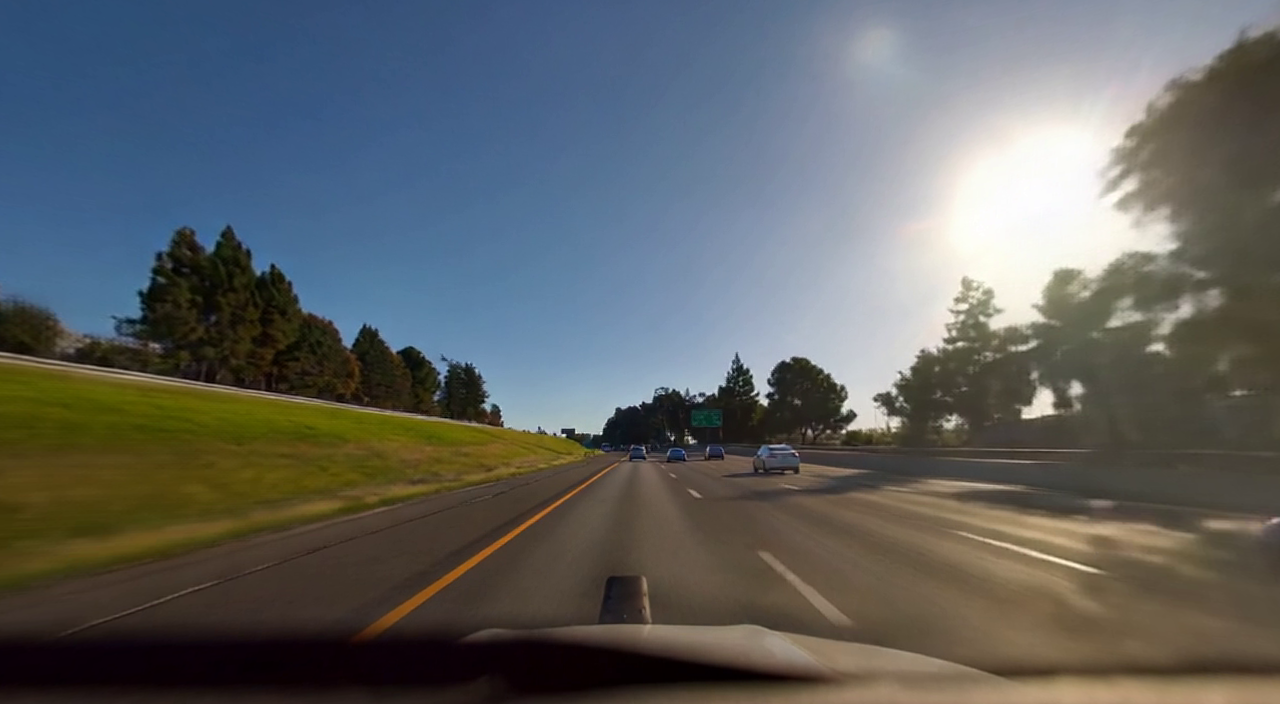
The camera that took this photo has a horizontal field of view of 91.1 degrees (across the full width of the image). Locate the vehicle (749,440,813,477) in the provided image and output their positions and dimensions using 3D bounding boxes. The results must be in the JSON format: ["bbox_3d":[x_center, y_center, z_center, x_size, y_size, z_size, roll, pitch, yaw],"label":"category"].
[{"bbox_3d":[6.938,5.276,31.444,2.048,1.697,4.689,0,-9,-1],"label":"vehicle"}]
